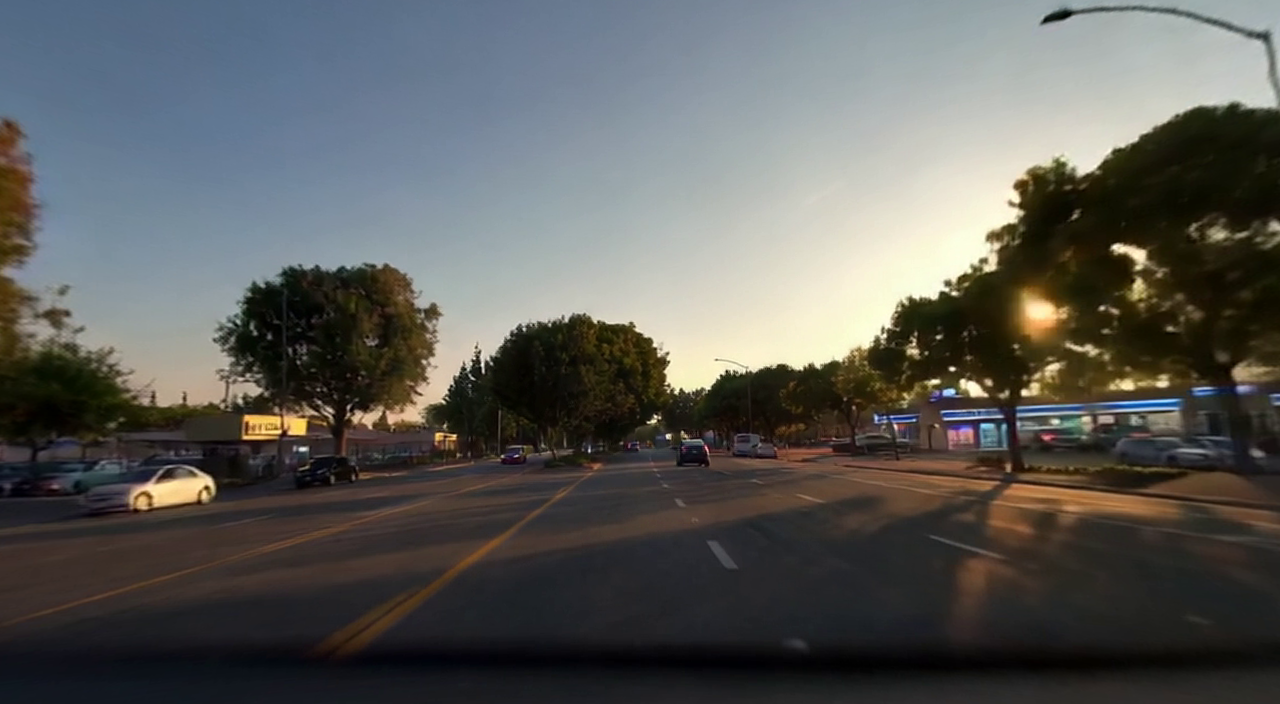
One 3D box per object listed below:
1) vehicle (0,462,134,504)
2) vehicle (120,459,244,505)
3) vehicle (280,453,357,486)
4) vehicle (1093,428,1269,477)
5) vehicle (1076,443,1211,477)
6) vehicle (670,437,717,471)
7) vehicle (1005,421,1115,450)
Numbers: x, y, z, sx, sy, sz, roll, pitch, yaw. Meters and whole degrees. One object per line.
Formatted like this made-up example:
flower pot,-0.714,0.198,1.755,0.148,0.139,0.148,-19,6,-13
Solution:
vehicle,-24.057,5.418,26.451,1.831,1.452,4.727,0,-9,-1
vehicle,-17.990,5.088,25.111,1.858,1.600,4.118,0,-9,-1
vehicle,-18.153,6.625,35.924,2.045,1.727,4.503,0,-9,-1
vehicle,25.814,4.809,30.454,2.185,2.098,5.912,6,-11,-36
vehicle,23.172,4.971,29.239,1.777,1.432,4.487,7,-11,-37
vehicle,2.680,5.256,32.776,1.957,1.643,4.226,0,-9,-2
vehicle,30.328,6.112,45.821,2.102,1.965,6.159,7,-11,-37
